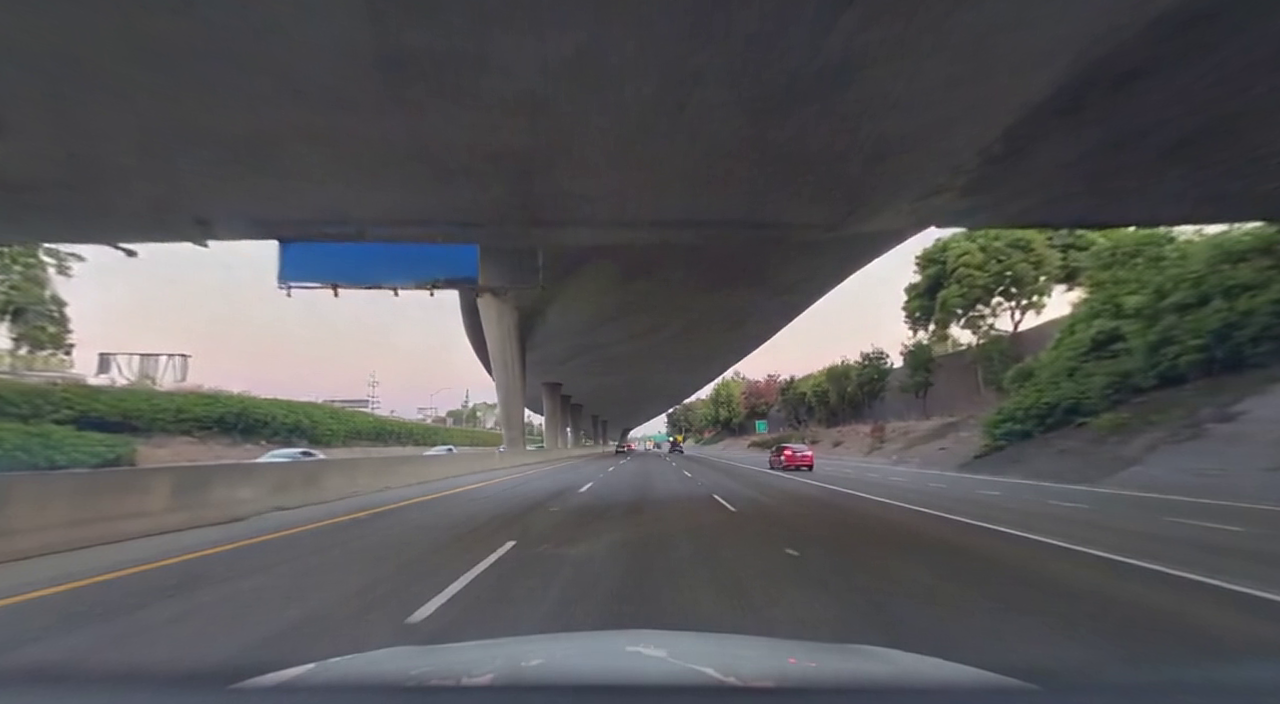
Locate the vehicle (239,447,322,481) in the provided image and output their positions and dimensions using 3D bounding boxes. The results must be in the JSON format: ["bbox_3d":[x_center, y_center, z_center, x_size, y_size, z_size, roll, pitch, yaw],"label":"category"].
[{"bbox_3d":[-17.991,5.568,31.770,1.812,1.571,3.983,0,-8,0],"label":"vehicle"}]

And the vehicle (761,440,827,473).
[{"bbox_3d":[7.258,4.966,30.204,1.914,1.465,4.574,0,-8,-1],"label":"vehicle"}]
